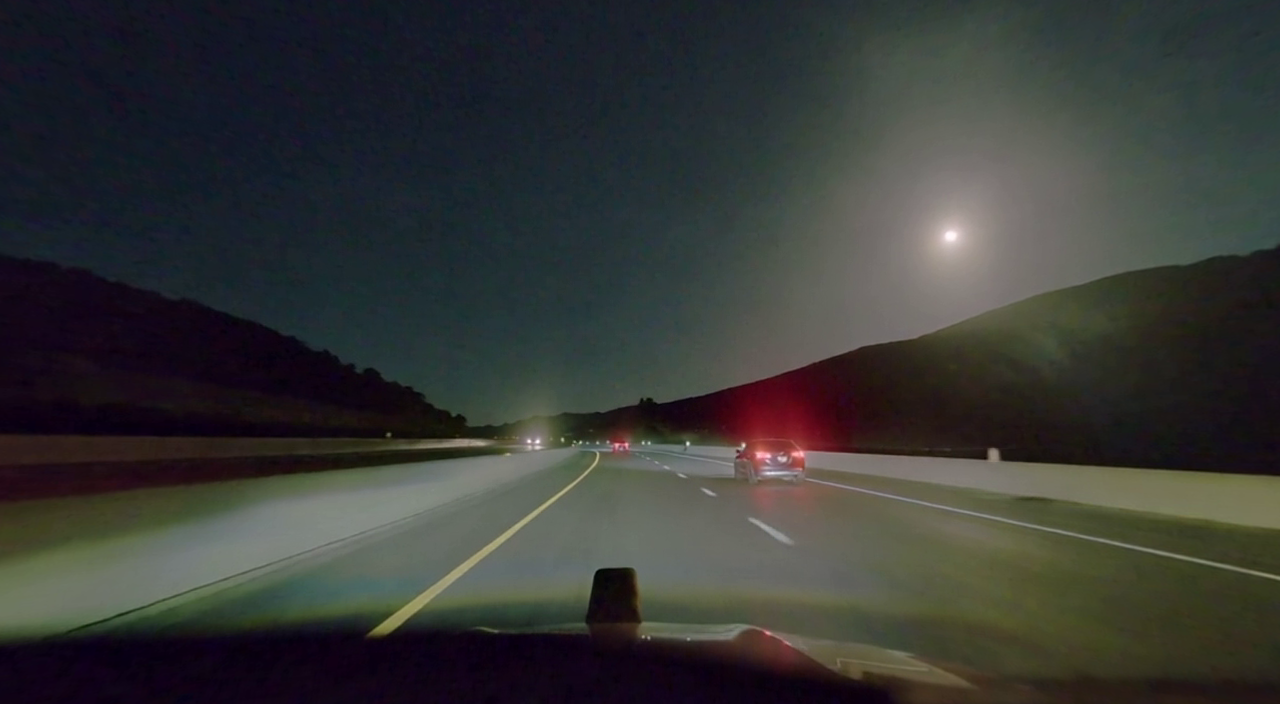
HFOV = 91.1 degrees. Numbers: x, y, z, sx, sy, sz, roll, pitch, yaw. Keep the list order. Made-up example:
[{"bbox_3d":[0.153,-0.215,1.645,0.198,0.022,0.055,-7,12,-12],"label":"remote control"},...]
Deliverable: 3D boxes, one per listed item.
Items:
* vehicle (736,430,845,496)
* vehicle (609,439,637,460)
[{"bbox_3d":[3.808,2.855,16.575,1.852,1.513,3.652,0,-8,-2],"label":"vehicle"},{"bbox_3d":[-1.337,7.229,46.884,1.998,1.512,3.735,0,-8,-3],"label":"vehicle"}]
